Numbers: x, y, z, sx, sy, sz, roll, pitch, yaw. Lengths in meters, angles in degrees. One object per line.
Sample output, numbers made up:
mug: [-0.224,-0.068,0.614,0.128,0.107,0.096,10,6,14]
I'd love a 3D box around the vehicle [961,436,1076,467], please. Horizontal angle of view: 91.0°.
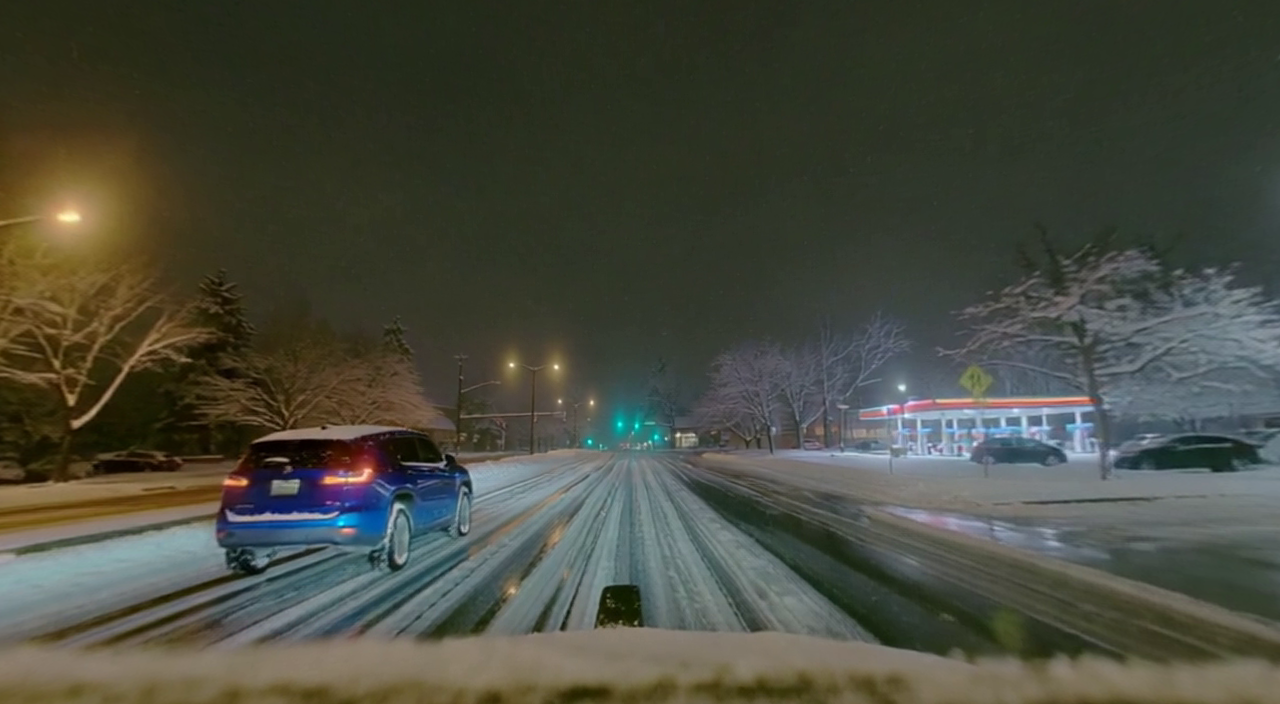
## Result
vehicle: [18.458,4.882,30.836,4.398,1.457,1.806,0,-9,1]

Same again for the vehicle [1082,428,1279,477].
vehicle: [17.543,3.268,20.529,4.671,1.466,1.937,0,-9,5]

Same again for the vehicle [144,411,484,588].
vehicle: [-3.676,1.751,8.375,2.039,1.656,4.710,0,-9,-1]
